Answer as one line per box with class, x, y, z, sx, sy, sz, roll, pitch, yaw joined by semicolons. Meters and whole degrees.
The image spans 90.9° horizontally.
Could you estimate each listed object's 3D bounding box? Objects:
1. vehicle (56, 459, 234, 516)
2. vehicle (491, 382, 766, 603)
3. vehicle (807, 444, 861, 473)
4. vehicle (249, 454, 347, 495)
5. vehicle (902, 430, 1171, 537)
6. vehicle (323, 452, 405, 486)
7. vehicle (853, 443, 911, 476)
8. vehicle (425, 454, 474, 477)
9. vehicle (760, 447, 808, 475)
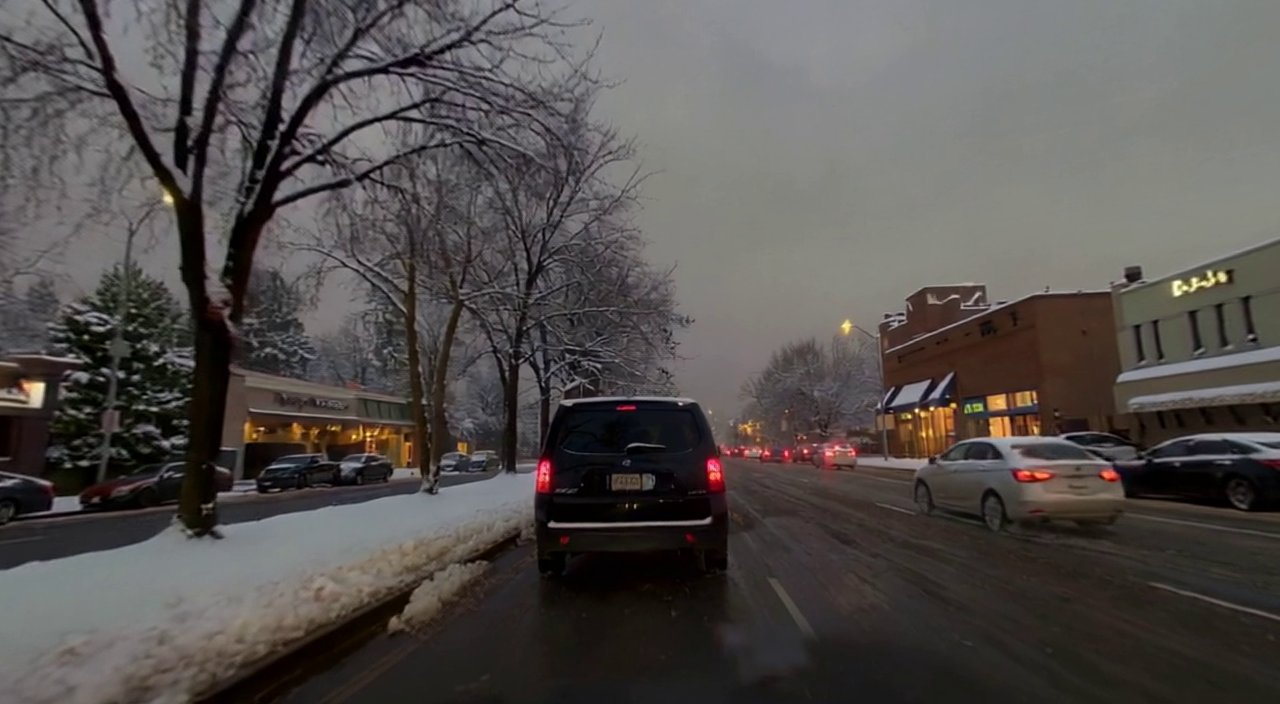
vehicle;-15.119;4.117;19.672;1.877;1.445;4.436;0;-8;2
vehicle;0.011;1.535;7.808;2.344;1.863;4.665;0;-8;3
vehicle;12.201;6.711;39.935;2.040;1.738;4.414;0;-8;1
vehicle;-14.884;5.325;27.734;1.947;1.558;4.065;0;-8;1
vehicle;6.788;2.273;11.663;1.928;1.529;4.917;0;-8;2
vehicle;-14.435;6.122;33.357;1.921;1.621;4.930;0;-8;2
vehicle;15.291;6.788;40.132;1.993;1.969;4.747;0;-9;2
vehicle;-13.758;8.225;45.901;1.995;1.466;4.580;0;-8;2
vehicle;8.292;6.276;36.639;1.886;1.464;4.290;0;-8;1
